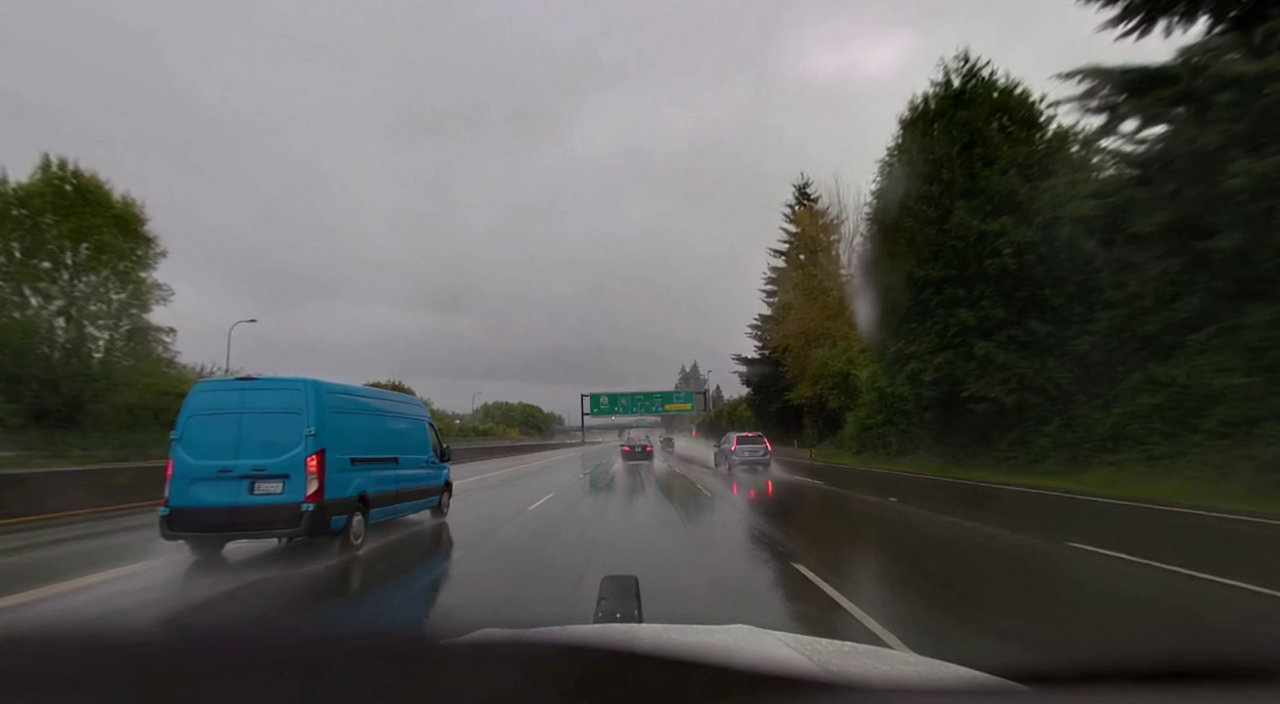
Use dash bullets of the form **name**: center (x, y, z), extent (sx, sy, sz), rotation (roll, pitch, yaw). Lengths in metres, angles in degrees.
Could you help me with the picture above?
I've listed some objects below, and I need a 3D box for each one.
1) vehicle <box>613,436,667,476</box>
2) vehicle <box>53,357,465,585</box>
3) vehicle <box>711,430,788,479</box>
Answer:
- **vehicle**: center (-0.013, 4.107, 25.339), extent (2.020, 1.464, 3.803), rotation (0, -8, 0)
- **vehicle**: center (-4.152, 1.407, 8.308), extent (2.275, 2.053, 5.082), rotation (0, -8, -1)
- **vehicle**: center (3.994, 3.793, 23.719), extent (1.996, 1.638, 4.496), rotation (0, -8, -1)
